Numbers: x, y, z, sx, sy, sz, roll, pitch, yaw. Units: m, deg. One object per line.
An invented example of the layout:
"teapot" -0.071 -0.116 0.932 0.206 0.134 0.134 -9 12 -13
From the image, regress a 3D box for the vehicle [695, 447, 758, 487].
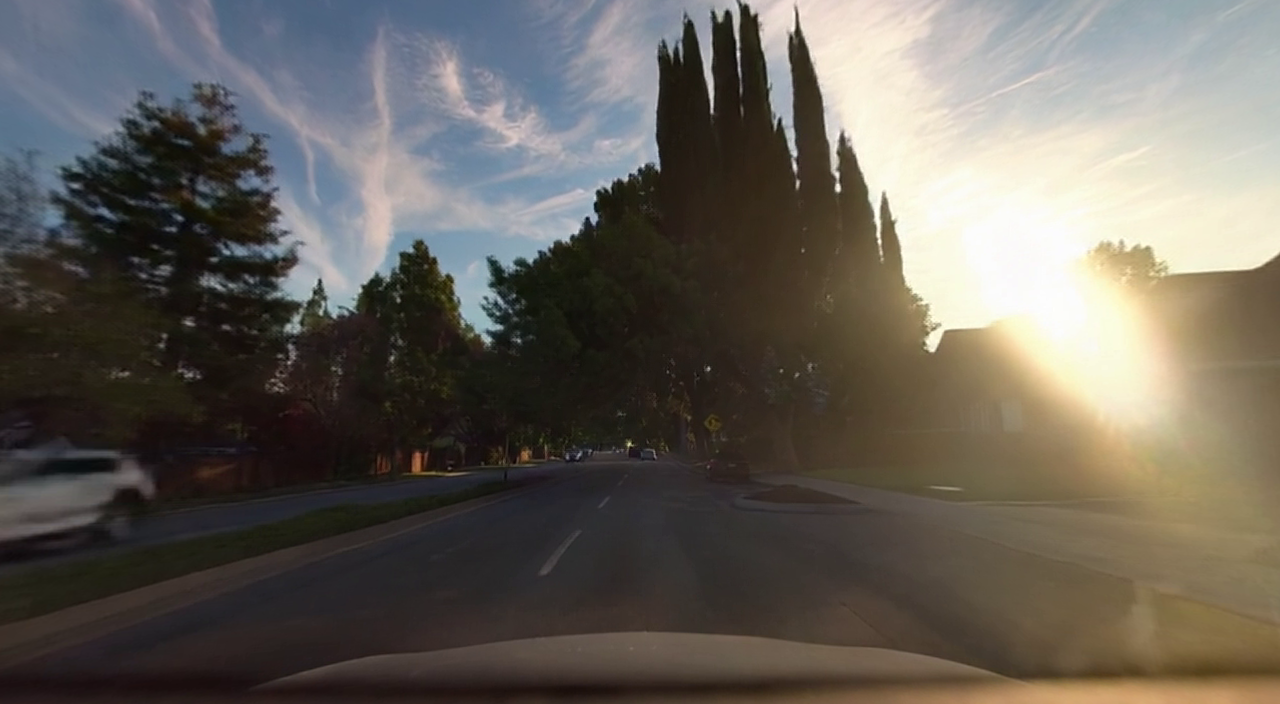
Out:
"vehicle" 3.555 4.830 26.873 2.011 1.507 4.769 0 -9 0

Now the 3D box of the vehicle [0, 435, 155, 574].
"vehicle" -9.020 1.944 8.143 1.981 1.716 4.315 0 -9 1
